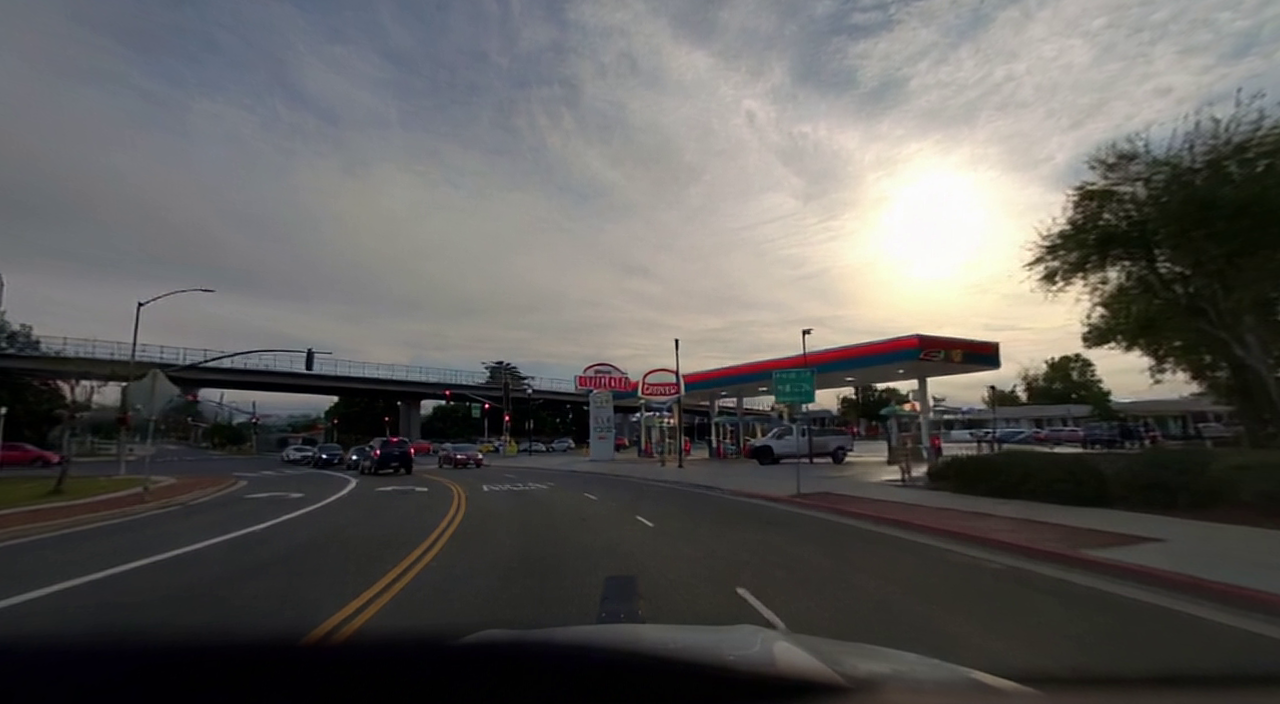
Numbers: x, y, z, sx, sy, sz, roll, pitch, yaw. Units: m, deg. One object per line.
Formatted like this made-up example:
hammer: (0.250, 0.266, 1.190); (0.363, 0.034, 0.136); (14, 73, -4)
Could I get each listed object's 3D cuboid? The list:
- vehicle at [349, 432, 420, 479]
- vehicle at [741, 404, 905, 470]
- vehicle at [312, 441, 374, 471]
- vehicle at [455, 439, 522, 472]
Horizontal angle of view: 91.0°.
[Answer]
vehicle: (-12.224, 4.845, 29.888); (2.254, 2.006, 4.766); (6, -10, -31)
vehicle: (9.538, 4.541, 33.527); (7.741, 3.106, 2.906); (-6, -11, 38)
vehicle: (-17.882, 6.205, 37.771); (1.940, 1.650, 4.546); (8, -12, -43)
vehicle: (-9.090, 6.118, 37.582); (2.202, 1.822, 4.826); (6, -10, -34)
